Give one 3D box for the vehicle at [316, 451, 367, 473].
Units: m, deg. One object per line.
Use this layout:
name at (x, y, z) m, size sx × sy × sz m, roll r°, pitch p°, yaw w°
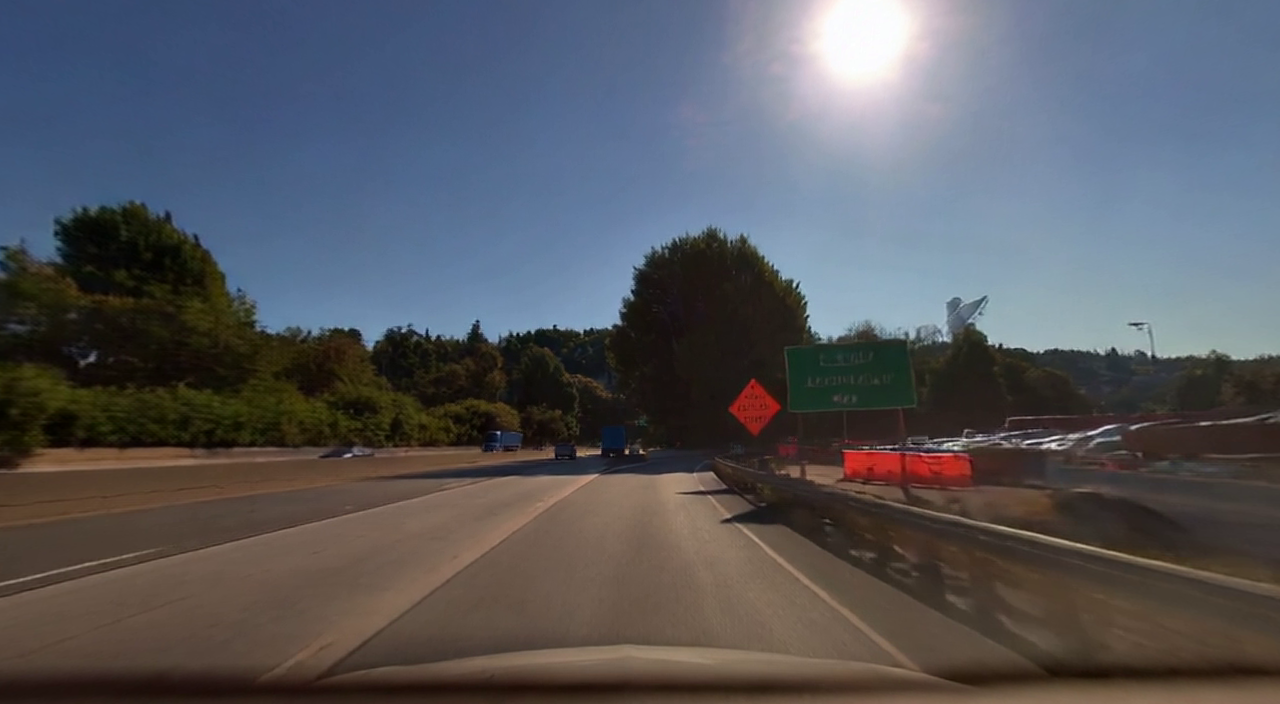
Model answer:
vehicle at (-20.273, 7.452, 42.983) m, size 1.674 × 1.407 × 3.588 m, roll 0°, pitch -9°, yaw 0°
